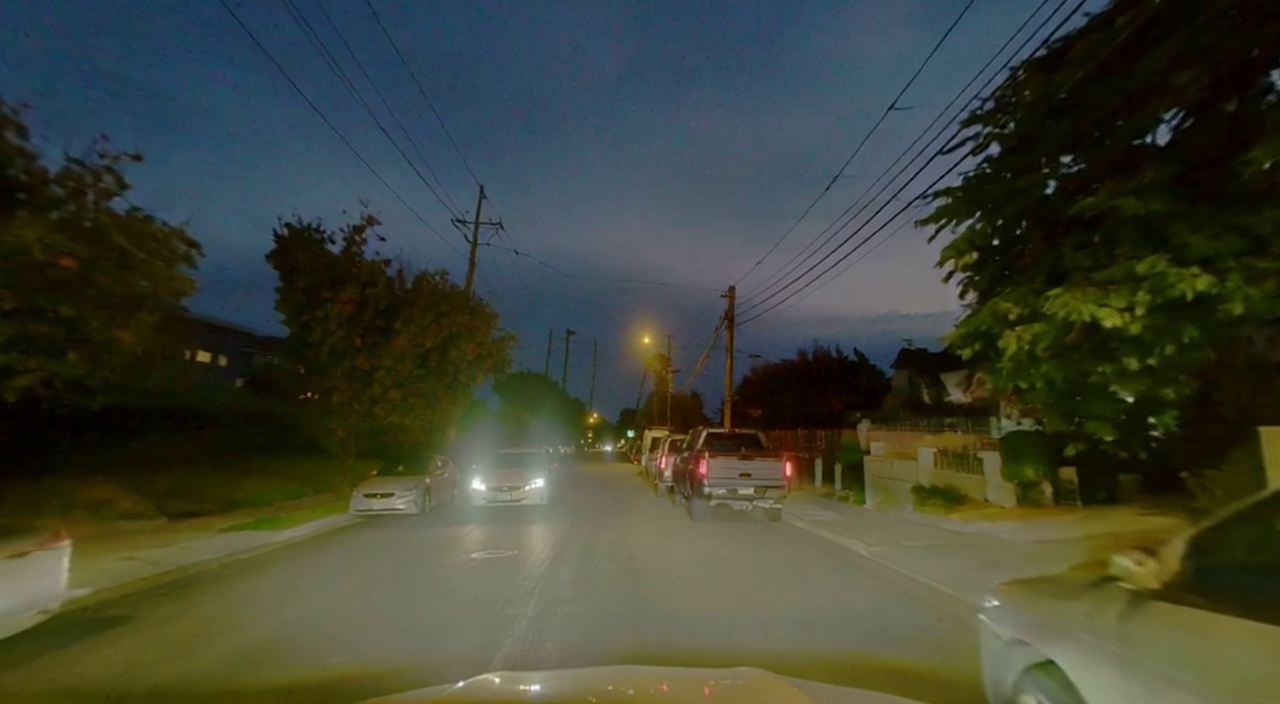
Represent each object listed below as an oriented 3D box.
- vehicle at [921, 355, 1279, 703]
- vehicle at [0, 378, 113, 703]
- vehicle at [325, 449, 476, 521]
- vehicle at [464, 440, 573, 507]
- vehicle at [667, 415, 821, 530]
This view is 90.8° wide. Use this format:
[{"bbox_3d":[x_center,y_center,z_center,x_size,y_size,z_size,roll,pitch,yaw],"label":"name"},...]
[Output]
[{"bbox_3d":[2.282,0.639,0.240,2.034,1.530,4.790,1,-8,-2],"label":"vehicle"},{"bbox_3d":[-4.619,0.851,1.912,2.110,1.875,4.603,0,-8,-2],"label":"vehicle"},{"bbox_3d":[-5.489,3.069,15.161,1.932,1.431,4.198,0,-8,1],"label":"vehicle"},{"bbox_3d":[-3.061,3.180,17.112,2.060,1.525,4.876,0,-8,-1],"label":"vehicle"},{"bbox_3d":[1.801,2.303,12.645,2.032,1.839,4.597,1,-8,-4],"label":"vehicle"}]
